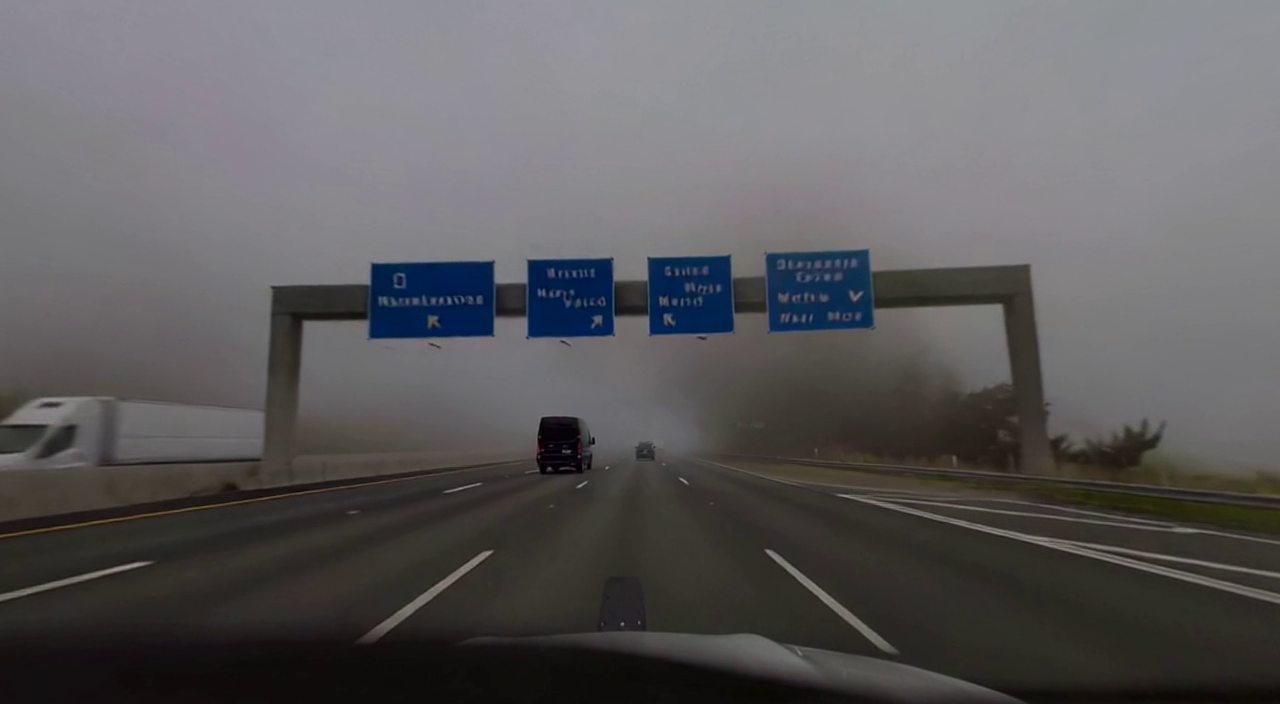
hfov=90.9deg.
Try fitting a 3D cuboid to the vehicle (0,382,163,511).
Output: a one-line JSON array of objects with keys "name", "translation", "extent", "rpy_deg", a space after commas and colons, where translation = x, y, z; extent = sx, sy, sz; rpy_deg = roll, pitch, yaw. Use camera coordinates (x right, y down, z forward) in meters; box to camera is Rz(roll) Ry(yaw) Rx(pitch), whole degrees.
[{"name": "vehicle", "translation": [-20.369, 3.239, 21.727], "extent": [2.966, 3.817, 5.992], "rpy_deg": [0, -9, 0]}]

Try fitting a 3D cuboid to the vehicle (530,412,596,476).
[{"name": "vehicle", "translation": [-3.552, 4.469, 30.502], "extent": [2.382, 2.736, 5.982], "rpy_deg": [0, -9, 0]}]
